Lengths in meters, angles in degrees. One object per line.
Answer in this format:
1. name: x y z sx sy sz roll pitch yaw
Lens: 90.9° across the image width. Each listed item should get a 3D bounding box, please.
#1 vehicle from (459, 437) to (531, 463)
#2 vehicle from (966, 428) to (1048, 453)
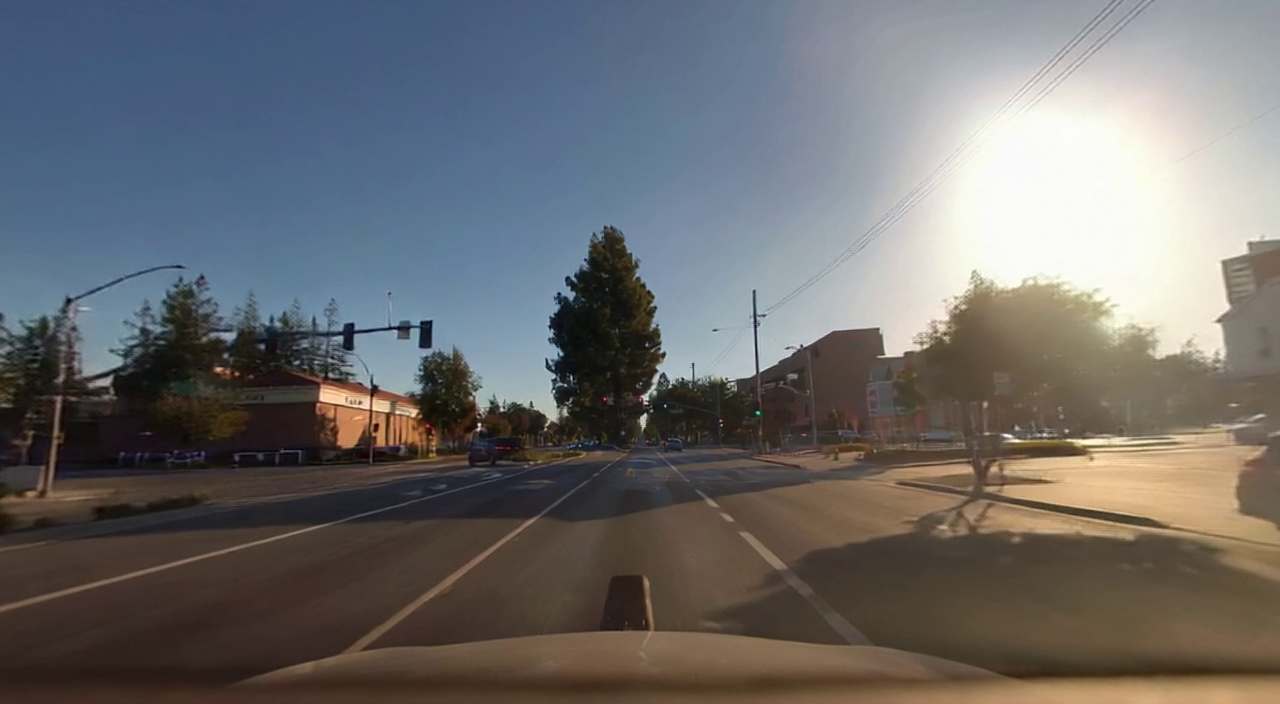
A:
1. vehicle: -10.806 7.306 46.924 4.938 1.863 2.162 -5 -9 27
2. vehicle: 22.402 5.409 38.469 4.694 1.481 1.884 4 -9 -25
